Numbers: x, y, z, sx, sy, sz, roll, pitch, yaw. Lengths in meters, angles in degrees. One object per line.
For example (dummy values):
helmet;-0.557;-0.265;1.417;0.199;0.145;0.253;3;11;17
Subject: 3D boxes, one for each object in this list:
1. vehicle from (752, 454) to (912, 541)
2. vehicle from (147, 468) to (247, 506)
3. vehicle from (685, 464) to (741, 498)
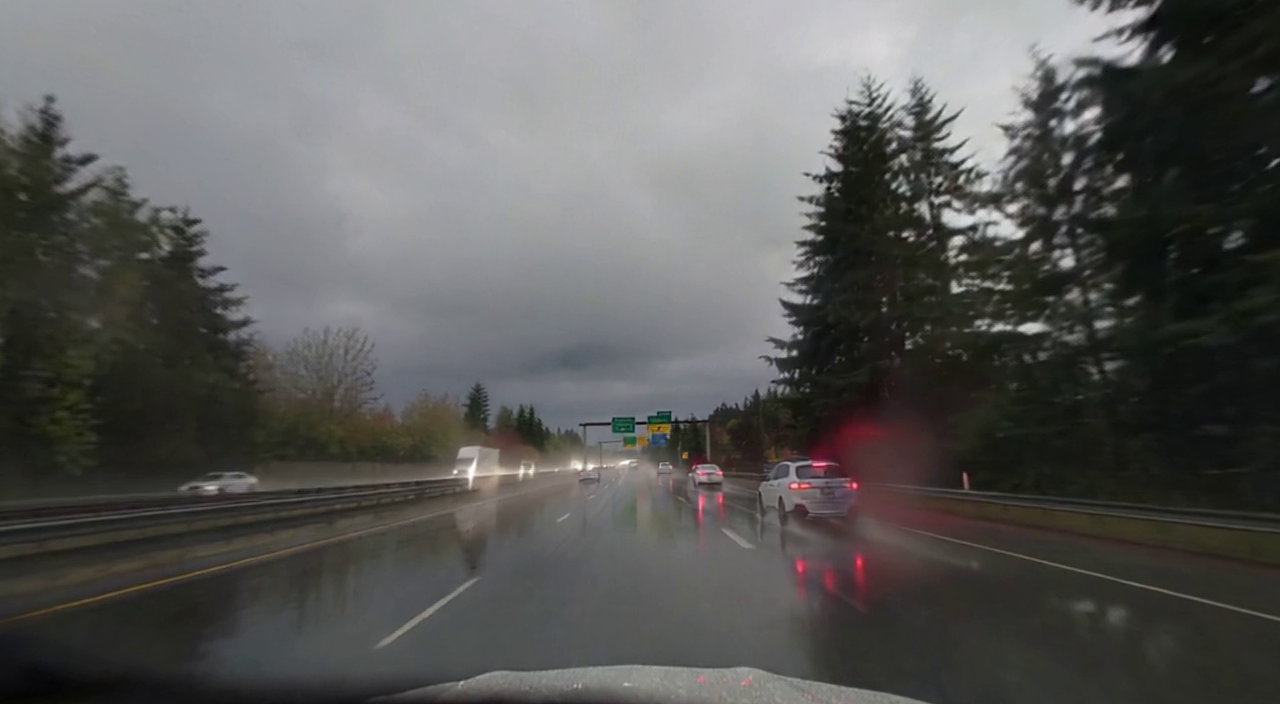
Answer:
vehicle;3.995;3.148;14.129;2.010;1.579;4.679;1;-10;-2
vehicle;-19.895;6.059;28.518;1.750;1.525;3.748;1;-10;-1
vehicle;3.461;6.235;30.678;2.051;1.472;4.547;1;-10;-2
